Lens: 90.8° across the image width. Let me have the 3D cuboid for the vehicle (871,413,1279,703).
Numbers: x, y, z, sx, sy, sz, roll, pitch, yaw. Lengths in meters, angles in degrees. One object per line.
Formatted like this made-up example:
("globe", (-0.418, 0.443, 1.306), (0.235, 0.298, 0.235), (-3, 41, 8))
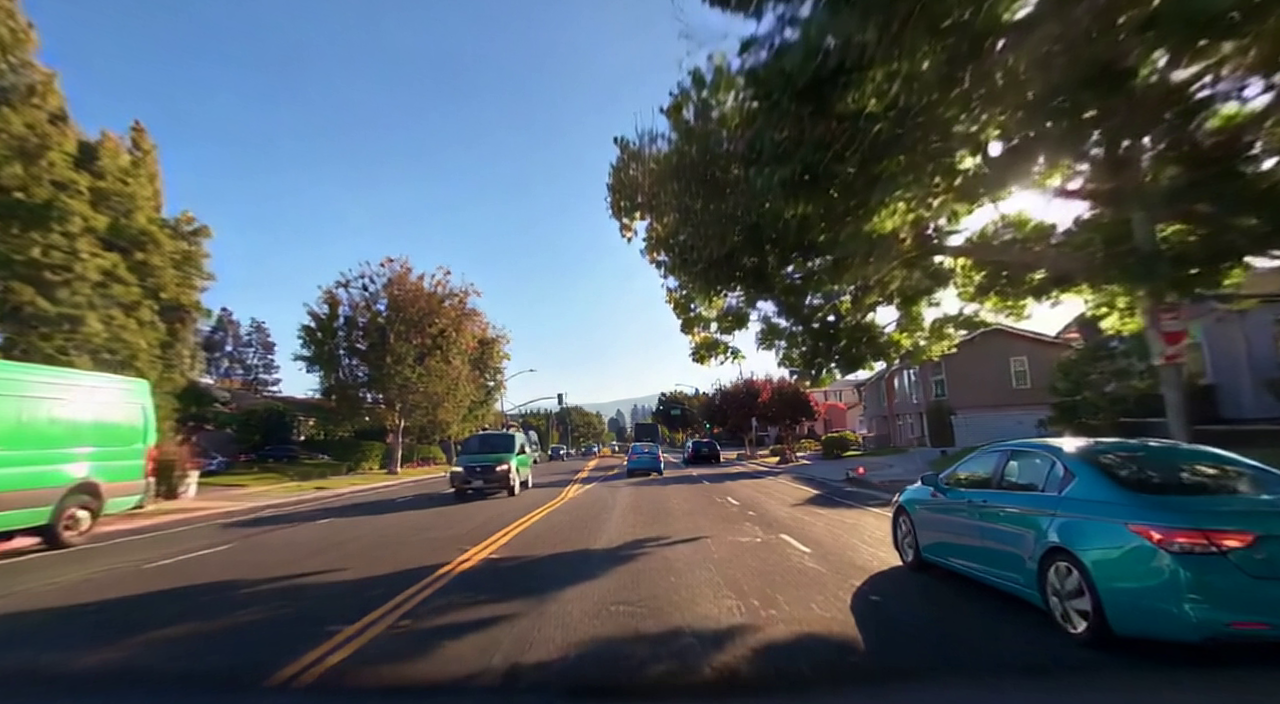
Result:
("vehicle", (3.587, 1.293, 4.800), (1.973, 1.447, 4.402), (0, -8, 0))

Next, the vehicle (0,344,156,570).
("vehicle", (-10.916, 1.367, 8.125), (2.754, 3.338, 8.405), (0, -9, -1))

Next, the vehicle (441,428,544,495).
("vehicle", (-4.361, 3.319, 19.533), (2.054, 1.772, 4.817), (0, -8, -1))

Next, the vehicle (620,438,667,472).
("vehicle", (0.157, 4.956, 30.655), (2.114, 1.483, 4.207), (0, -8, 0))

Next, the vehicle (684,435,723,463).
("vehicle", (4.328, 6.693, 43.761), (2.187, 1.847, 4.553), (0, -8, -1))
